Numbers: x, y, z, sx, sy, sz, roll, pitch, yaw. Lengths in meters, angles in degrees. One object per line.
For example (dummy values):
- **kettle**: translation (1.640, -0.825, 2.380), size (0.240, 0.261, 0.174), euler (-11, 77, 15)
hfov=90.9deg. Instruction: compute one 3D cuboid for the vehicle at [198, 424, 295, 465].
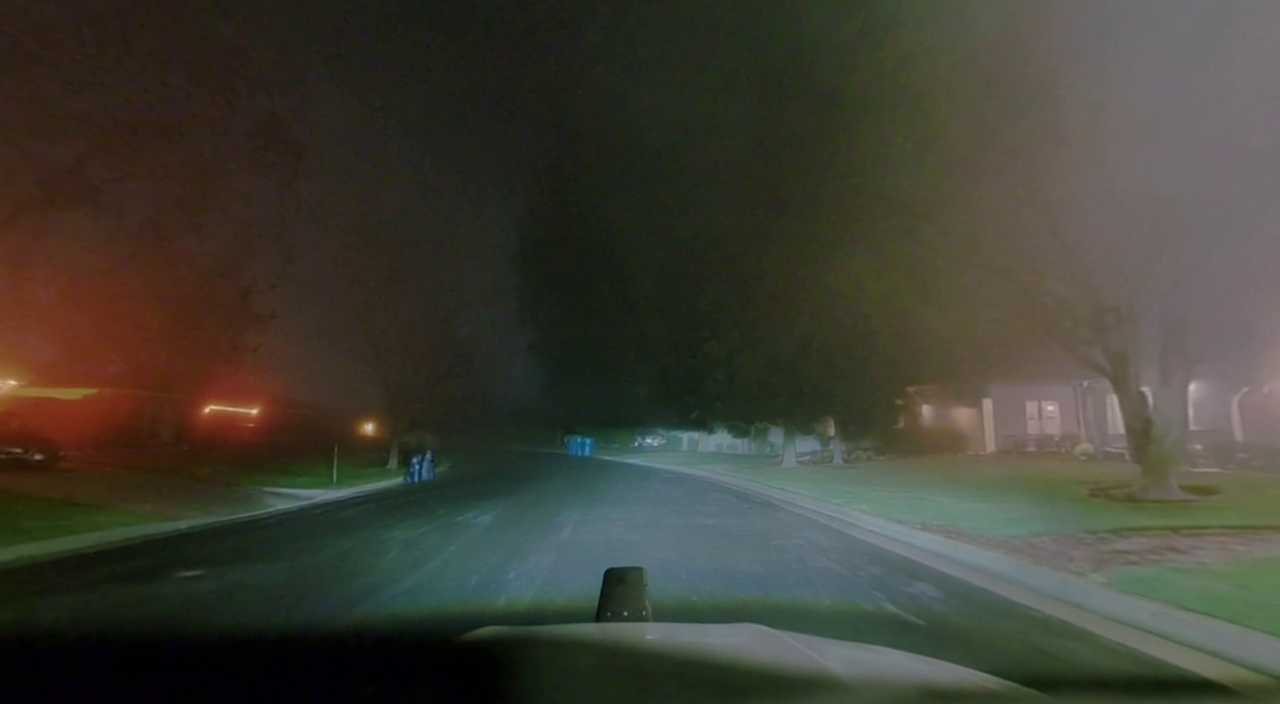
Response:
- **vehicle**: translation (-20.077, 4.756, 32.500), size (2.407, 1.912, 5.091), euler (1, -9, -10)
